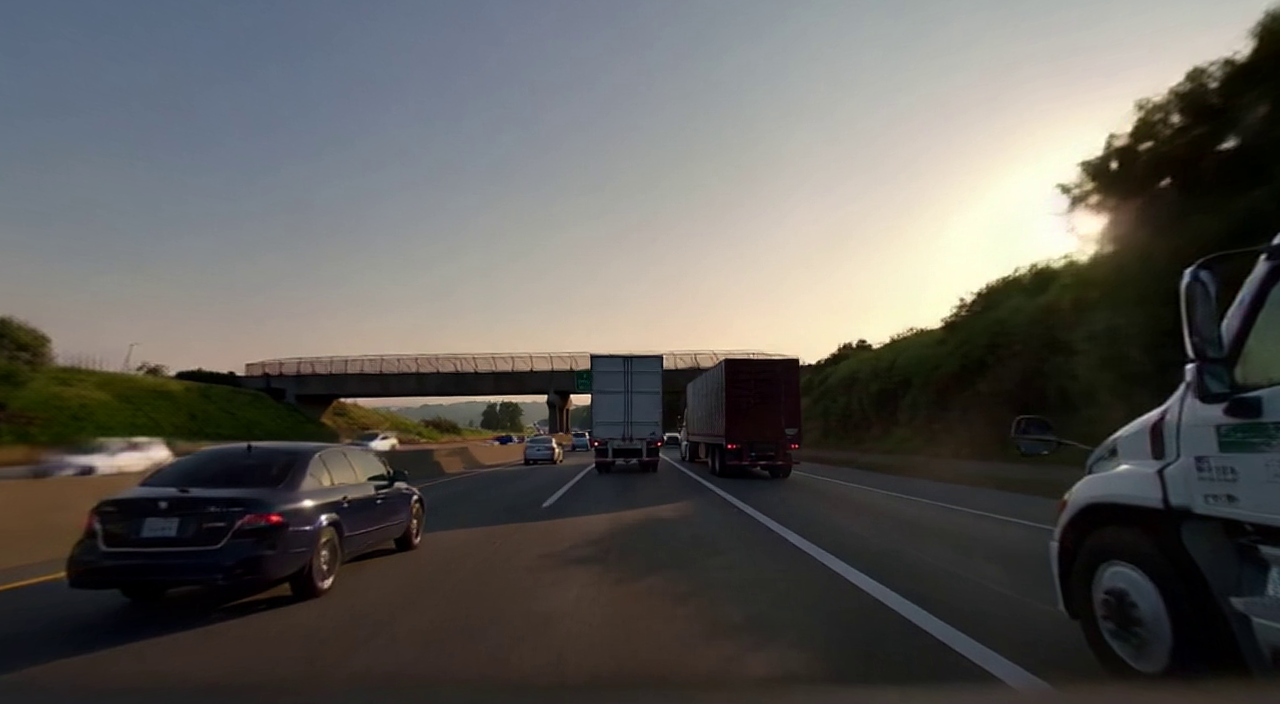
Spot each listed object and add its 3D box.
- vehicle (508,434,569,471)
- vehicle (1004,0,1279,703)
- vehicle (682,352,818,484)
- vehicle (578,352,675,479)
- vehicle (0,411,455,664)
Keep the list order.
[{"bbox_3d":[-4.325,4.326,27.520,2.049,1.483,3.786,0,-8,0],"label":"vehicle"},{"bbox_3d":[3.934,-0.492,0.899,3.074,3.896,5.910,0,-8,-1],"label":"vehicle"},{"bbox_3d":[3.621,2.710,24.366,2.817,3.886,11.491,0,-8,-2],"label":"vehicle"},{"bbox_3d":[-0.519,2.728,25.536,3.090,4.065,10.702,0,-8,-1],"label":"vehicle"},{"bbox_3d":[-3.446,1.399,6.057,1.894,1.460,4.662,0,-8,0],"label":"vehicle"}]
